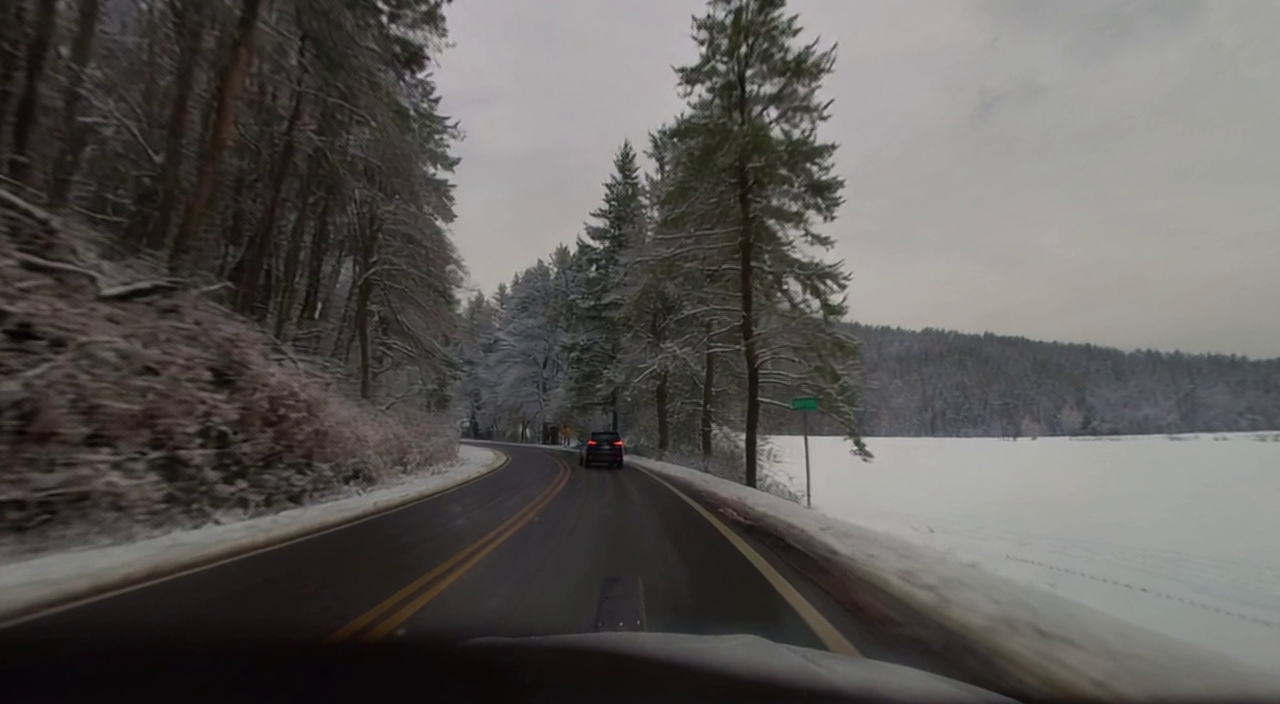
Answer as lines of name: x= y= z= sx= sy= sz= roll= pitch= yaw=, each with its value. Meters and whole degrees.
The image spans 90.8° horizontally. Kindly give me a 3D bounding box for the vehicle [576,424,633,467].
vehicle: x=-1.894 y=4.708 z=31.693 sx=2.469 sy=1.953 sz=5.605 roll=1 pitch=-9 yaw=-7
